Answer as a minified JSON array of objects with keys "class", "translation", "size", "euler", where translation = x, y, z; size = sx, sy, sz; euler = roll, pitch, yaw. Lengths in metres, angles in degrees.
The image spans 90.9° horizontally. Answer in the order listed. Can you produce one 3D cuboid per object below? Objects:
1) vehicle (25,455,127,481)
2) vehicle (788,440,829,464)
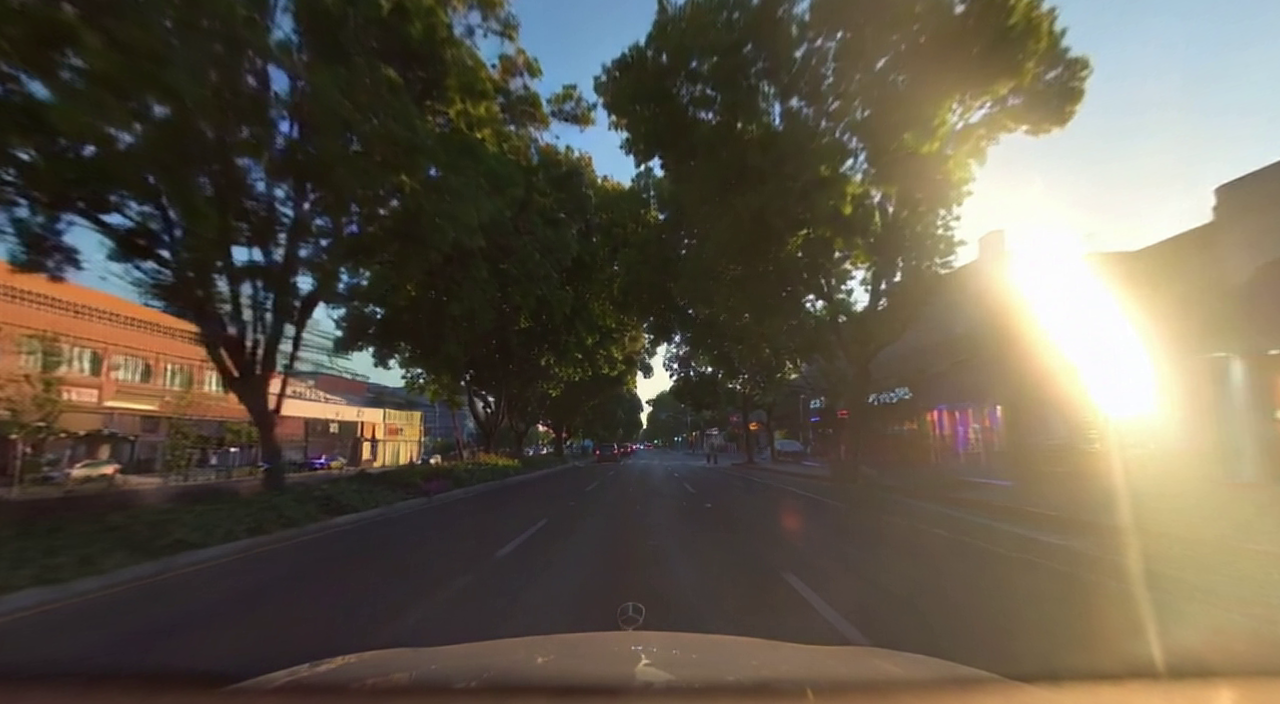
[{"class":"vehicle","translation":[-35.914,7.335,40.193],"size":[4.644,1.465,1.793],"euler":[8,-12,-44]},{"class":"vehicle","translation":[13.203,7.864,49.747],"size":[2.028,1.788,5.064],"euler":[-1,-9,2]}]
